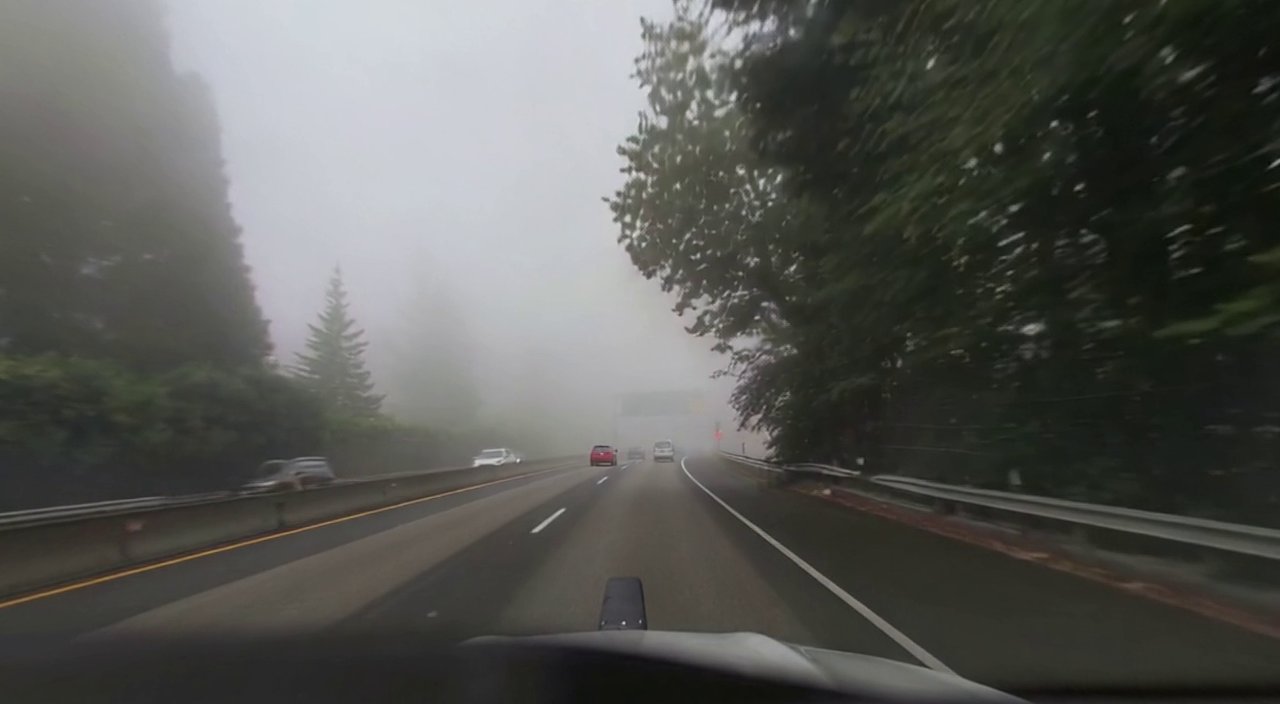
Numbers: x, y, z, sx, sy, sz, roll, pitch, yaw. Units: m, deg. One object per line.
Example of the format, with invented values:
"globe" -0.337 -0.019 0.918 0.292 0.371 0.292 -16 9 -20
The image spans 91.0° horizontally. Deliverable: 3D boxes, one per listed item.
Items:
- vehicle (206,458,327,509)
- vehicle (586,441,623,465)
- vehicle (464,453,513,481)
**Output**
"vehicle" -14.538 5.096 24.858 1.909 1.706 4.501 0 -8 1
"vehicle" -2.252 6.590 41.284 1.985 1.518 3.847 -1 -8 4
"vehicle" -9.795 7.446 41.027 1.931 1.645 4.338 0 -8 3
